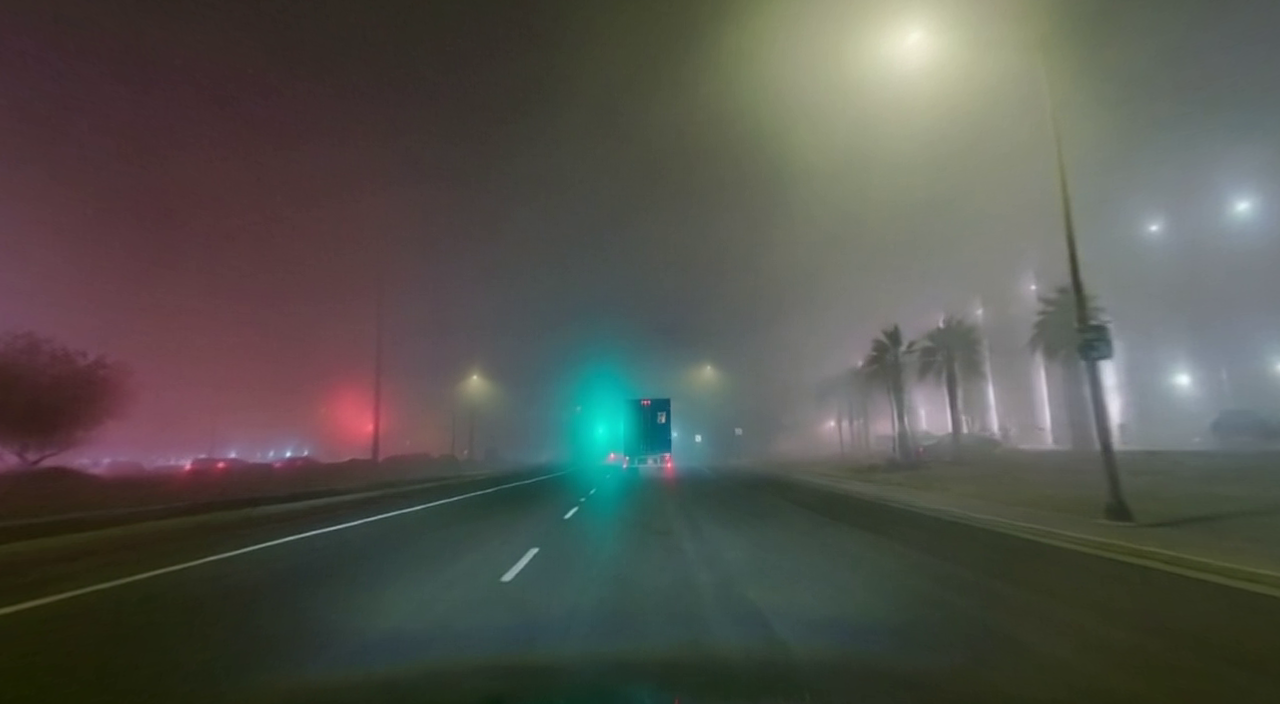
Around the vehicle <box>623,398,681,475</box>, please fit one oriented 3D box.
[{"bbox_3d":[0.483,5.259,38.472,2.992,3.949,11.815,0,-9,-1],"label":"vehicle"}]
